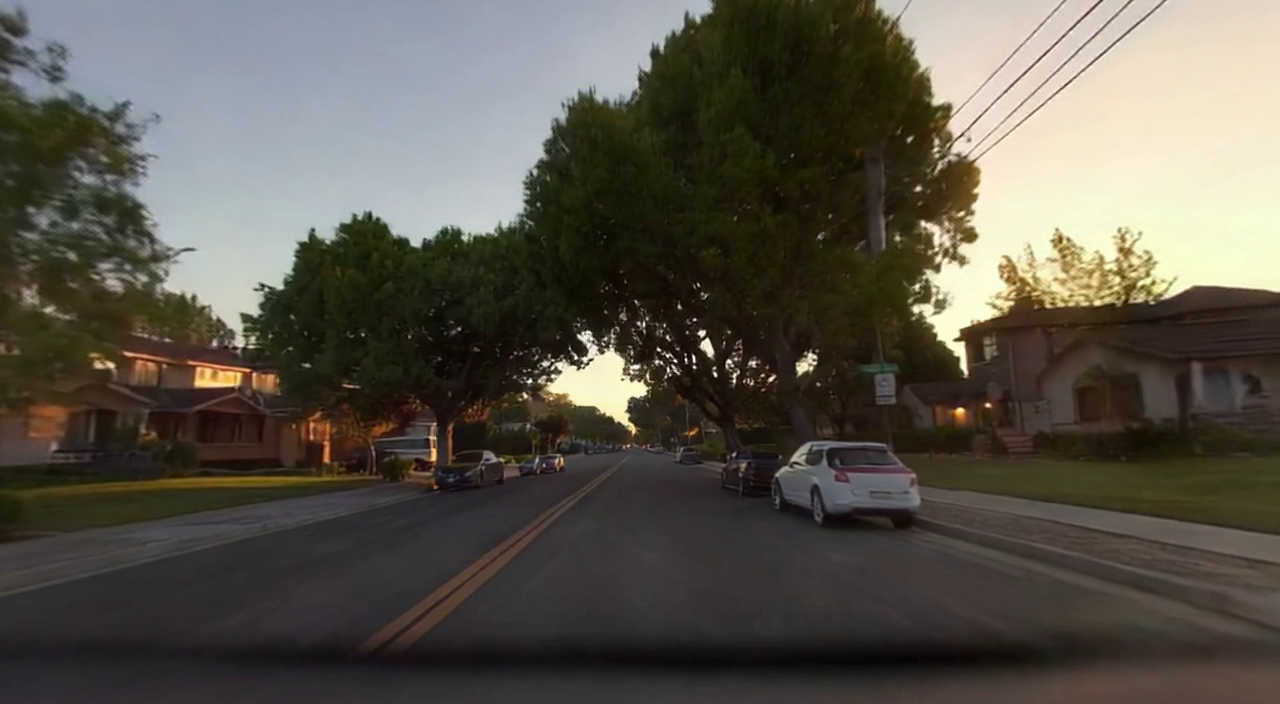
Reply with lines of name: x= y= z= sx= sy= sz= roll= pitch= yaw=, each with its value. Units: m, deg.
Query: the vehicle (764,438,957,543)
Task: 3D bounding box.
vehicle: x=3.789 y=2.428 z=11.814 sx=1.917 sy=1.569 sz=4.460 roll=0 pitch=-8 yaw=-1

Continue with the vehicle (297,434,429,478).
vehicle: x=-14.238 y=5.363 z=32.613 sx=5.681 sy=2.094 sz=2.344 roll=0 pitch=-8 yaw=0

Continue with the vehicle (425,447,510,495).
vehicle: x=-6.439 y=4.453 z=24.063 sx=1.985 sy=1.497 sz=4.655 roll=-2 pitch=-8 yaw=-1
